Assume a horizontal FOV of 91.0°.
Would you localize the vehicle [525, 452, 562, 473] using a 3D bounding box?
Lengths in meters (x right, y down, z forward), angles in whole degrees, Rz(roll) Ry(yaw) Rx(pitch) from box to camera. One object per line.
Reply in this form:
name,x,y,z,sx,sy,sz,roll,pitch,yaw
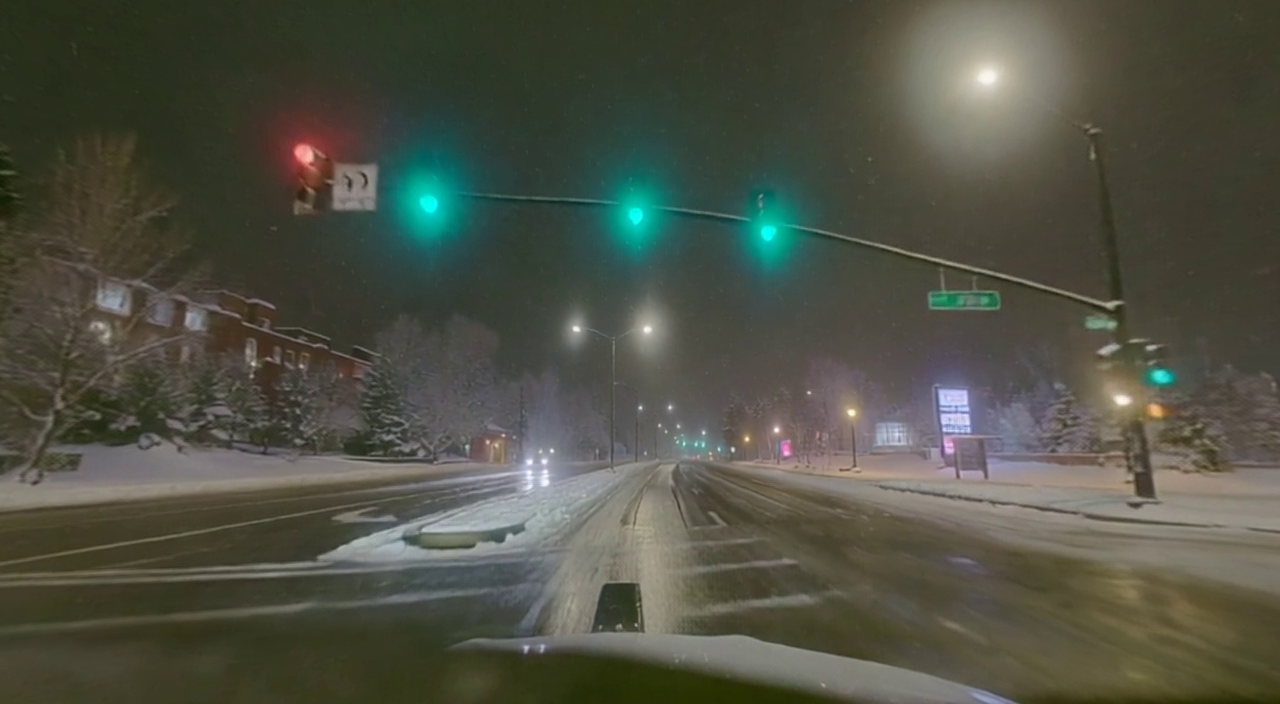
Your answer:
vehicle,-7.262,8.374,47.738,1.866,1.463,4.378,0,-9,3
